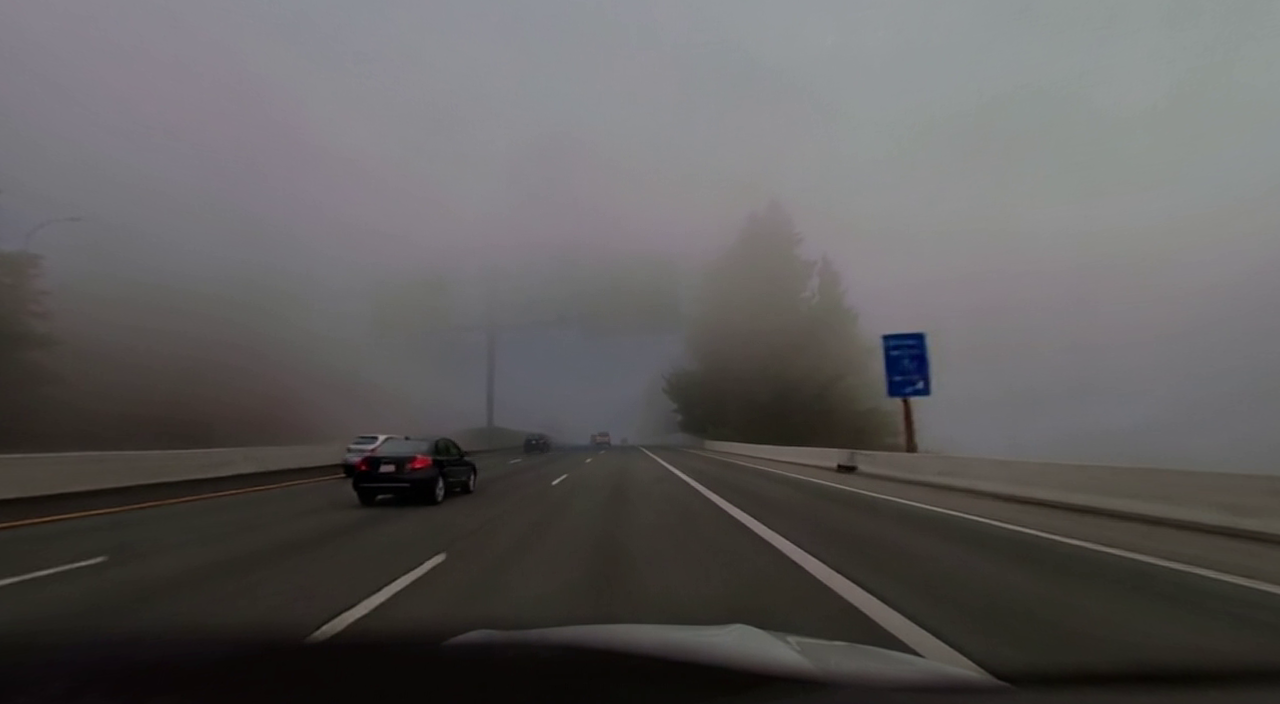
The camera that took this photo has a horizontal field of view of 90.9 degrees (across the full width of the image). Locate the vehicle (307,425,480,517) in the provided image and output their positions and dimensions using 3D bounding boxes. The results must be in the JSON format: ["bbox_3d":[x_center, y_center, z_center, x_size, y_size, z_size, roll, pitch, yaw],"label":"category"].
[{"bbox_3d":[-4.565,2.219,12.340,1.912,1.495,3.703,0,-8,-1],"label":"vehicle"}]
